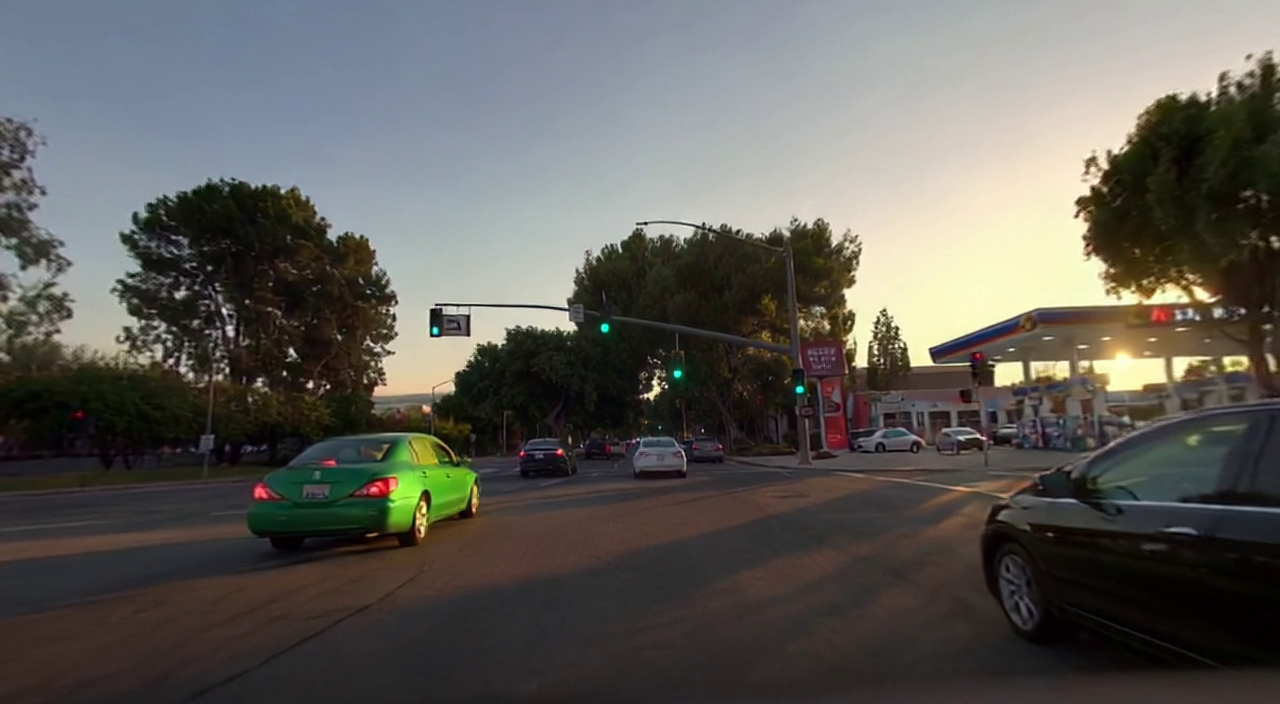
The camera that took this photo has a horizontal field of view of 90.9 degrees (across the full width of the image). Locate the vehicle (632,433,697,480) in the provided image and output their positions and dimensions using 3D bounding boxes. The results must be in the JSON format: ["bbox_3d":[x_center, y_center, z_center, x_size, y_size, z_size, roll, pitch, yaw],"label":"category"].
[{"bbox_3d":[0.796,3.511,21.471,1.994,1.433,3.894,-1,-8,1],"label":"vehicle"}]

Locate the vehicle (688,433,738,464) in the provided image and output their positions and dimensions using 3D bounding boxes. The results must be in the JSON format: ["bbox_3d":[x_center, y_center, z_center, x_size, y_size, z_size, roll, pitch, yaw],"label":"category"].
[{"bbox_3d":[3.675,4.949,32.550,1.920,1.479,4.548,0,-8,-1],"label":"vehicle"}]

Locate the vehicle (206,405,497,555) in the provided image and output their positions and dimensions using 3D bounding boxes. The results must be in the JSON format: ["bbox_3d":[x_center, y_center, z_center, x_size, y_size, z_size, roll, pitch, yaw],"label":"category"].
[{"bbox_3d":[-3.831,1.806,9.630,2.023,1.687,4.874,-1,-8,2],"label":"vehicle"}]

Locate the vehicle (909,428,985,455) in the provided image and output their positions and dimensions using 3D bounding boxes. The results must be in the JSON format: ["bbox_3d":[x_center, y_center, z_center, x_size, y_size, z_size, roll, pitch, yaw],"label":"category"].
[{"bbox_3d":[18.037,5.304,37.340,2.081,1.482,4.860,0,-8,1],"label":"vehicle"}]

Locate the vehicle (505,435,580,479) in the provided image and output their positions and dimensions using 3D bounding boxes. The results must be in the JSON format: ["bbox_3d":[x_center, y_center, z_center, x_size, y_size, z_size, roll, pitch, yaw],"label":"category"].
[{"bbox_3d":[-3.491,3.863,23.434,1.995,1.436,4.500,0,-8,1],"label":"vehicle"}]

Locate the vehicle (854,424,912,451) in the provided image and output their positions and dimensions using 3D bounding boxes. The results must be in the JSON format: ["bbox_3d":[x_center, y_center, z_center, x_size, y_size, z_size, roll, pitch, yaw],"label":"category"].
[{"bbox_3d":[16.894,6.002,44.098,2.110,1.744,4.928,-1,-8,1],"label":"vehicle"}]

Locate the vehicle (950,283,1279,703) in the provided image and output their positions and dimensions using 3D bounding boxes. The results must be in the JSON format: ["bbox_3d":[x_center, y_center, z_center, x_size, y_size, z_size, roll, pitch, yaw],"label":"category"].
[{"bbox_3d":[3.366,0.676,2.493,1.992,1.805,4.549,0,-8,1],"label":"vehicle"}]
